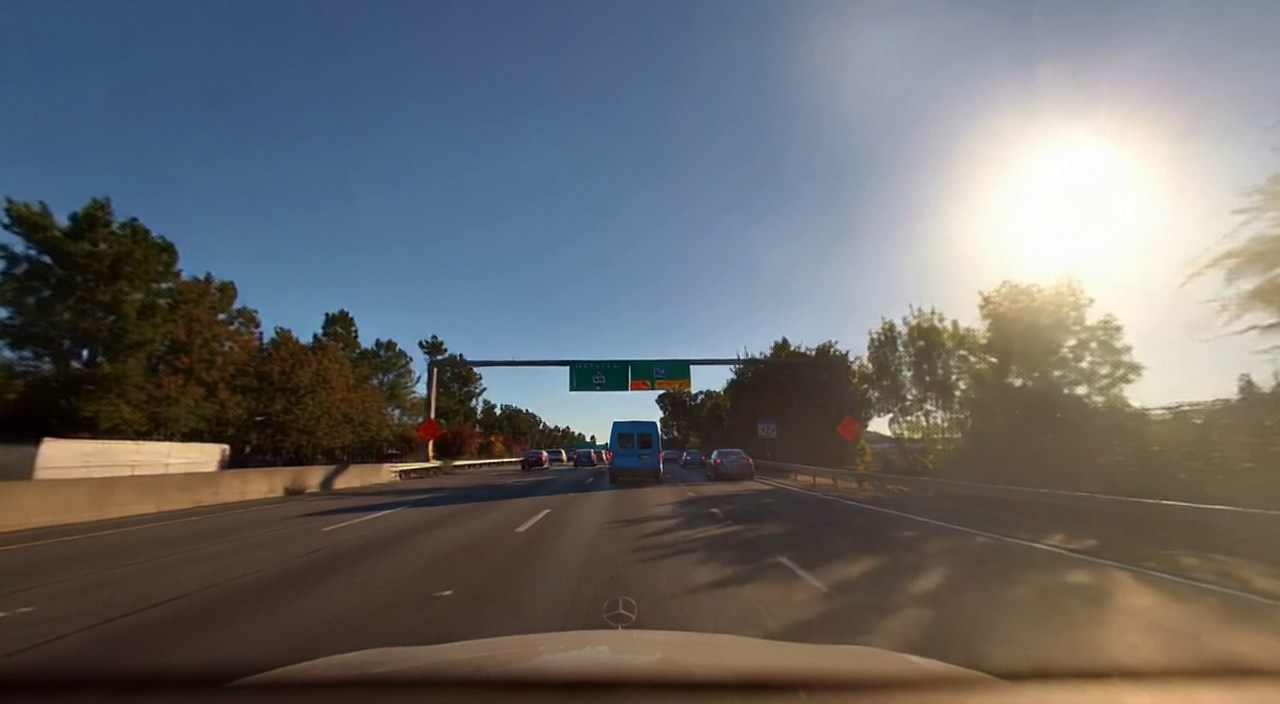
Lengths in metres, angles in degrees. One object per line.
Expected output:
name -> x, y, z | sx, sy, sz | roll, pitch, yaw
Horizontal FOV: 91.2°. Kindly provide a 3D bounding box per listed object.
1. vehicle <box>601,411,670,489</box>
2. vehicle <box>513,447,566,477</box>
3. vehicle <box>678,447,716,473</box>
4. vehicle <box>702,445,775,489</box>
vehicle -> -0.194, 3.655, 23.475 | 2.268, 2.551, 5.144 | 0, -9, -1
vehicle -> -5.293, 5.856, 33.604 | 2.003, 1.498, 4.386 | -1, -9, 1
vehicle -> 3.447, 6.659, 38.870 | 1.978, 1.510, 4.462 | 0, -9, 1
vehicle -> 3.700, 4.419, 24.454 | 2.015, 1.491, 4.732 | 0, -9, -1
